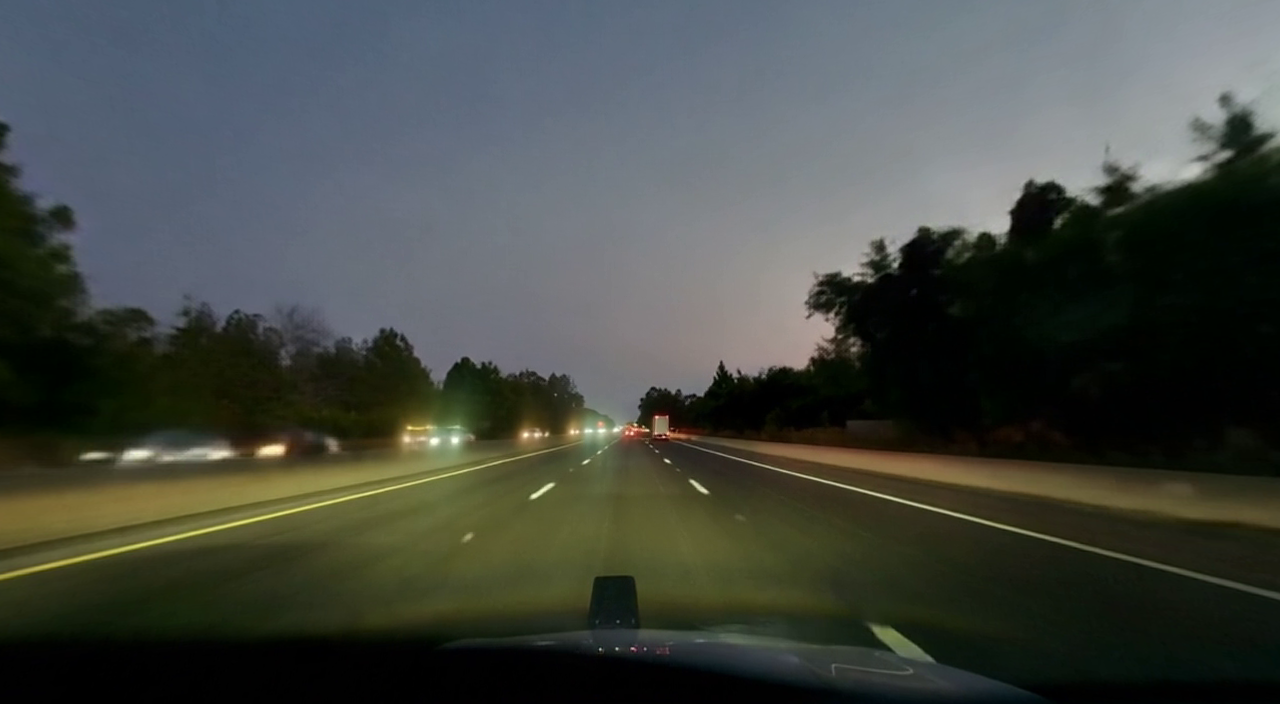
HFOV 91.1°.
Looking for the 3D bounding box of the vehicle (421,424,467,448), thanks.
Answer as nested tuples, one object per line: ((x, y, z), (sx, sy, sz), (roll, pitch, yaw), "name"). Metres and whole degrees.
((-14.976, 6.473, 48.249), (2.091, 1.734, 4.809), (0, -8, -1), "vehicle")

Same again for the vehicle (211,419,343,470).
((-12.913, 3.318, 22.830), (1.885, 1.614, 4.917), (0, -8, -1), "vehicle")

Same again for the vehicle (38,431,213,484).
((-16.526, 3.372, 20.603), (1.840, 1.492, 4.707), (0, -8, -1), "vehicle")
